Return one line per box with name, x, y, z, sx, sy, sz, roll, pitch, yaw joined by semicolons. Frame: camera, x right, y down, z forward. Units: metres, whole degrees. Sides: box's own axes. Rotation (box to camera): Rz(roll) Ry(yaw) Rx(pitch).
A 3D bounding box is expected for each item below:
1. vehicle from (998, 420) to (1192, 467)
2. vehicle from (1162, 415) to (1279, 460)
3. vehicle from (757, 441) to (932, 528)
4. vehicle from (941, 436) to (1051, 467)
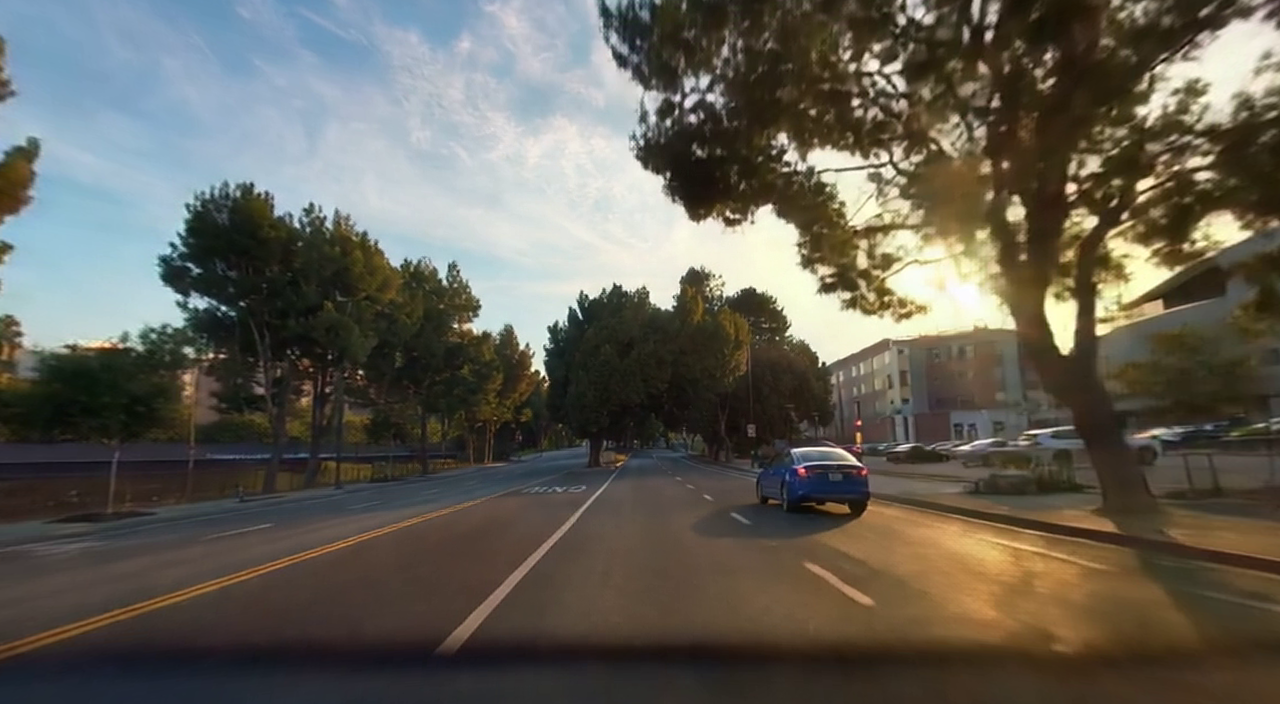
vehicle;18.873;3.840;26.500;6.156;1.801;2.491;-1;-9;1
vehicle;34.224;5.040;37.316;2.369;2.475;5.128;0;-7;1
vehicle;3.955;2.627;13.199;2.114;1.493;4.430;0;-8;-1
vehicle;18.409;5.147;32.814;4.436;1.556;1.997;0;-9;-1
